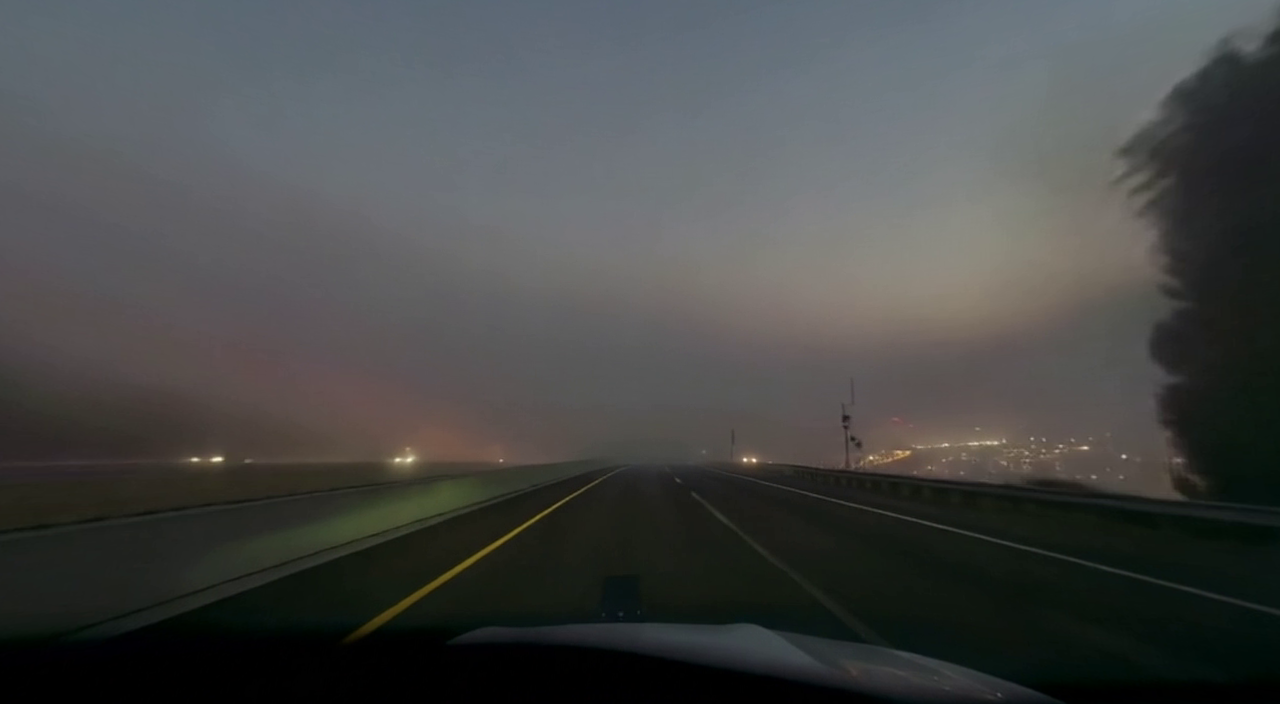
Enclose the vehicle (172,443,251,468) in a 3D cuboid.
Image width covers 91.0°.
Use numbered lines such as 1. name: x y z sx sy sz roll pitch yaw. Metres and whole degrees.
1. vehicle: -31.846 7.710 47.016 2.167 1.681 5.717 0 -9 -4
